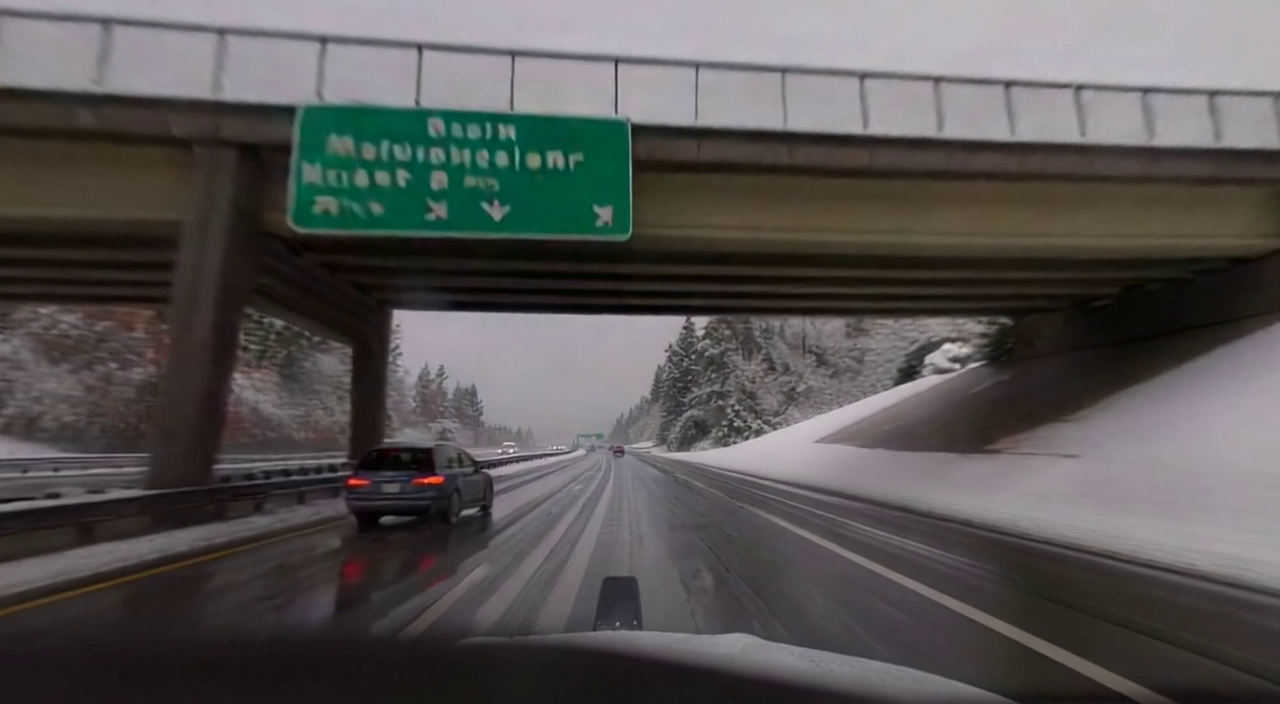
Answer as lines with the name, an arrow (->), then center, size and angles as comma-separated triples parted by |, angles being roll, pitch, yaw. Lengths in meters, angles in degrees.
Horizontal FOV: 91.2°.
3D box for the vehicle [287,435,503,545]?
vehicle -> -4.005, 2.328, 11.347 | 2.047, 1.519, 4.832 | 0, -9, -1
